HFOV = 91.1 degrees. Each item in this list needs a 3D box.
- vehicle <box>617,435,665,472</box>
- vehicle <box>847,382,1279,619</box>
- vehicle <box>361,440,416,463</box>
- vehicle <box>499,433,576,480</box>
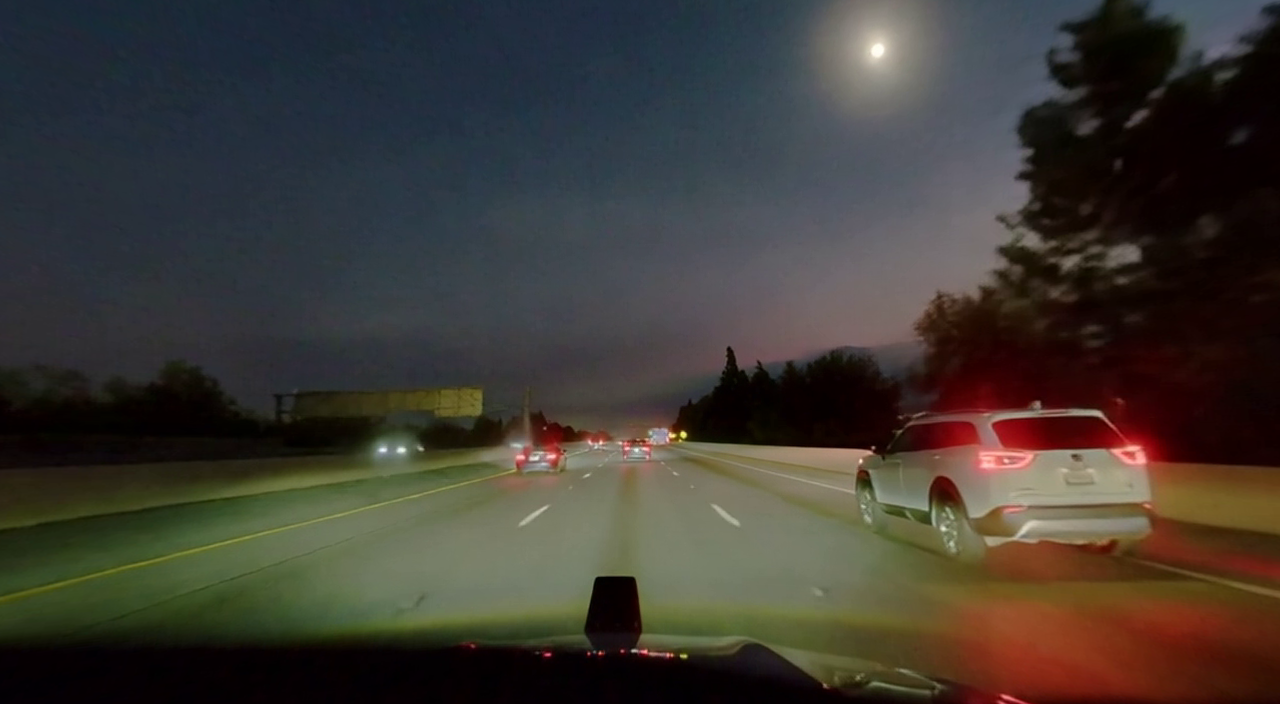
[{"bbox_3d":[0.033,4.603,28.650,2.049,1.542,3.816,0,-8,0],"label":"vehicle"},{"bbox_3d":[4.043,1.380,6.782,2.025,1.707,4.279,0,-8,-2],"label":"vehicle"},{"bbox_3d":[-16.785,6.667,42.136,1.959,1.466,4.156,0,-8,0],"label":"vehicle"},{"bbox_3d":[-3.691,3.867,23.467,2.066,1.561,4.495,0,-8,1],"label":"vehicle"}]
